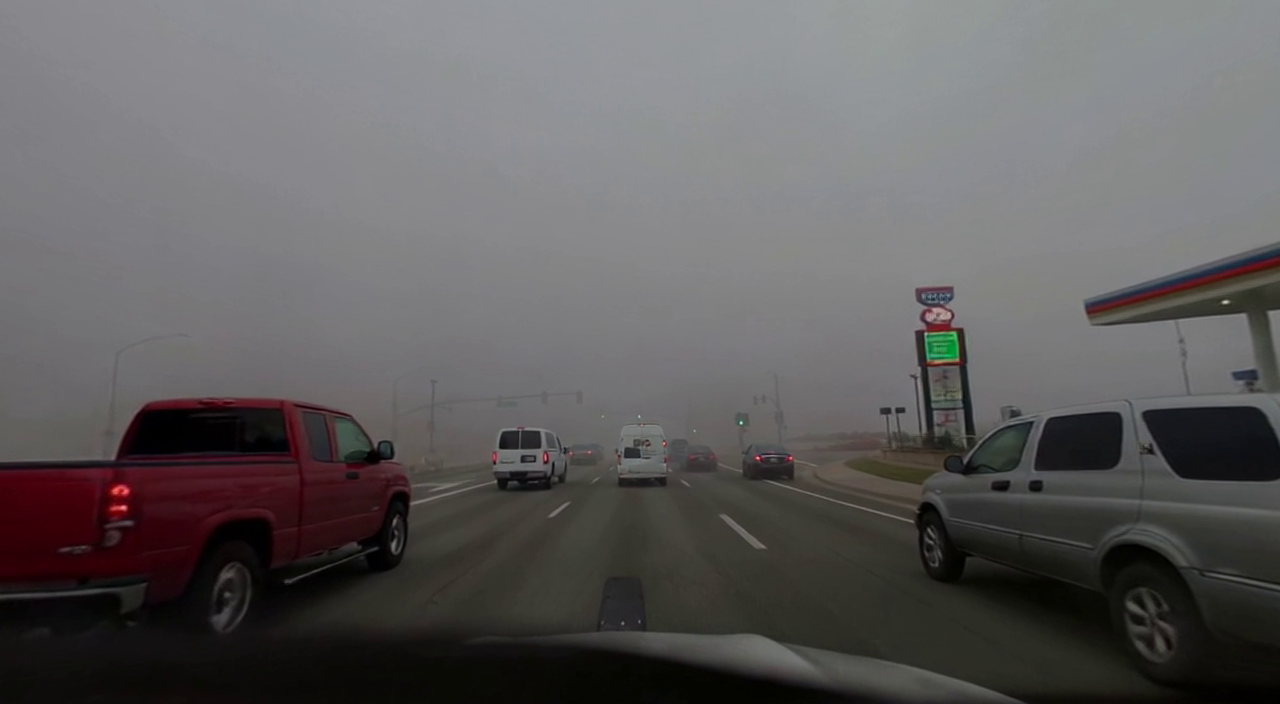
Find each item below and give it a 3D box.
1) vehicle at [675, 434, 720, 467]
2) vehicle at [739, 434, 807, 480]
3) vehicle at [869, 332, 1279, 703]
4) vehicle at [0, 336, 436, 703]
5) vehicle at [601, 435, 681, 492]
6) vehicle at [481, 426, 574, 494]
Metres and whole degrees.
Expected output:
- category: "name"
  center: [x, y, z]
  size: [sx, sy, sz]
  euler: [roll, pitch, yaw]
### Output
- category: "vehicle"
  center: [3.326, 5.854, 37.415]
  size: [2.193, 1.795, 5.130]
  euler: [0, -8, 0]
- category: "vehicle"
  center: [5.349, 4.283, 25.841]
  size: [2.119, 1.696, 4.623]
  euler: [-1, -8, 5]
- category: "vehicle"
  center: [3.587, 1.118, 4.505]
  size: [2.055, 1.786, 4.817]
  euler: [0, -8, 0]
- category: "vehicle"
  center: [-3.490, 1.171, 4.868]
  size: [2.002, 1.747, 5.173]
  euler: [0, -8, 1]
- category: "vehicle"
  center: [0.059, 3.772, 21.793]
  size: [2.426, 1.703, 5.602]
  euler: [0, -8, 0]
- category: "vehicle"
  center: [-3.488, 3.483, 20.562]
  size: [2.025, 1.936, 4.995]
  euler: [0, -8, 1]
